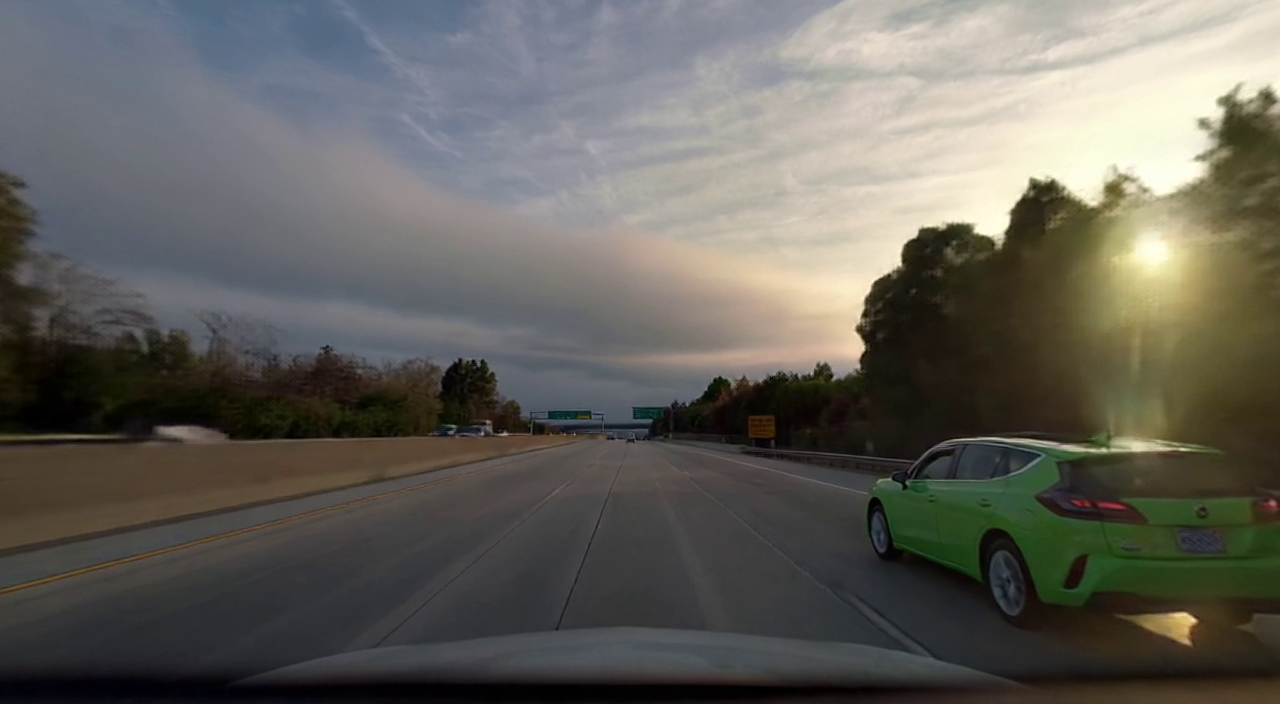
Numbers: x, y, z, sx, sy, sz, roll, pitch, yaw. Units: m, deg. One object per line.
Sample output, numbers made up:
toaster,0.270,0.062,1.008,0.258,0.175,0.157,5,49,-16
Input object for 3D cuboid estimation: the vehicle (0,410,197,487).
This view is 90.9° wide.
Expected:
vehicle,-12.271,2.102,13.942,1.885,1.420,4.239,0,-8,-1

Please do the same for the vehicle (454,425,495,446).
vehicle,-12.710,6.482,48.670,1.906,1.530,4.488,0,-8,0
